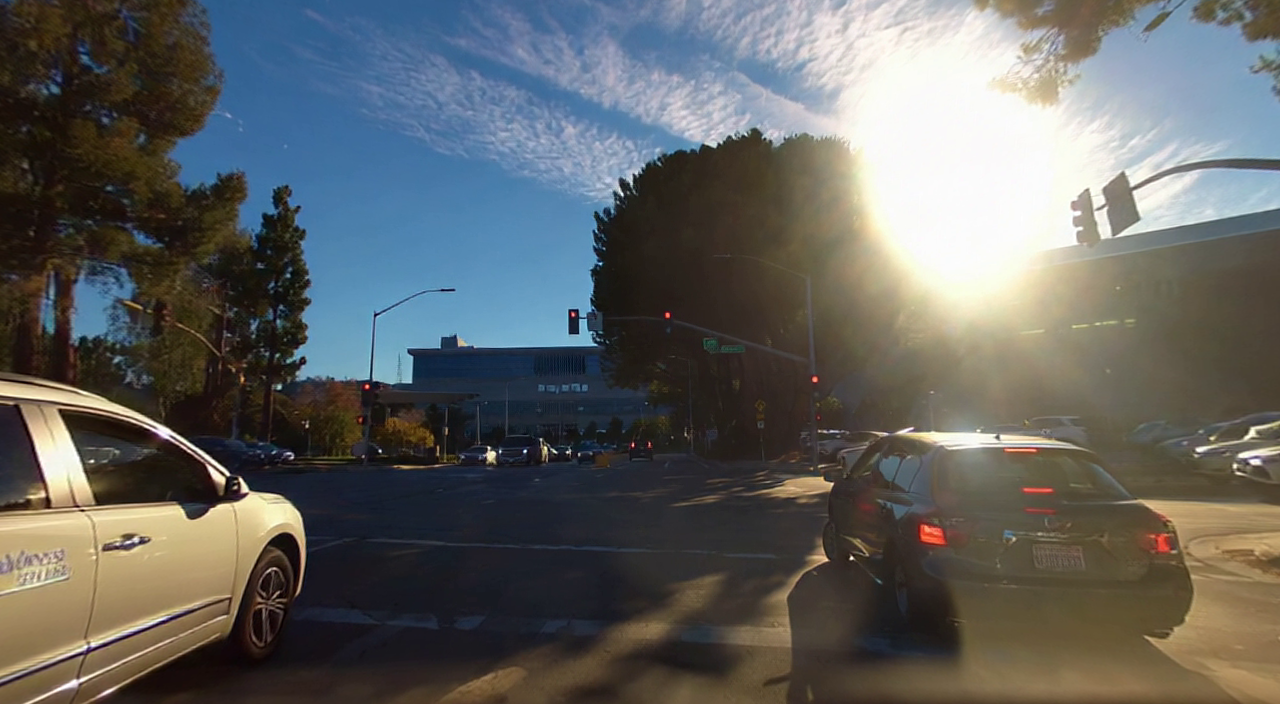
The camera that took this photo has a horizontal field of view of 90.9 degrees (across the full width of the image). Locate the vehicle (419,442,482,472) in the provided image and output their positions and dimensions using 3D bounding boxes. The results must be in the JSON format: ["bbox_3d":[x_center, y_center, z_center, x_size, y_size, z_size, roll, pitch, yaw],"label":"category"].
[{"bbox_3d":[-10.639,5.916,35.719,2.041,1.548,4.868,0,-8,0],"label":"vehicle"}]

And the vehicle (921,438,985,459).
[{"bbox_3d":[21.495,6.637,43.364,3.576,1.425,1.702,2,-9,-12],"label":"vehicle"}]

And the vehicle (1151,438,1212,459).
[{"bbox_3d":[41.115,7.352,48.004,1.767,1.456,4.191,-4,-10,15],"label":"vehicle"}]

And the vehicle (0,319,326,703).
[{"bbox_3d":[-3.479,0.811,2.684,2.000,1.789,4.638,0,-8,-2],"label":"vehicle"}]

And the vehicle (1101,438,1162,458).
[{"bbox_3d":[38.492,7.526,49.507,1.837,1.514,4.786,-2,-9,13],"label":"vehicle"}]

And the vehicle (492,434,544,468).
[{"bbox_3d":[-7.162,5.856,37.459,2.081,1.818,4.782,0,-8,1],"label":"vehicle"}]
